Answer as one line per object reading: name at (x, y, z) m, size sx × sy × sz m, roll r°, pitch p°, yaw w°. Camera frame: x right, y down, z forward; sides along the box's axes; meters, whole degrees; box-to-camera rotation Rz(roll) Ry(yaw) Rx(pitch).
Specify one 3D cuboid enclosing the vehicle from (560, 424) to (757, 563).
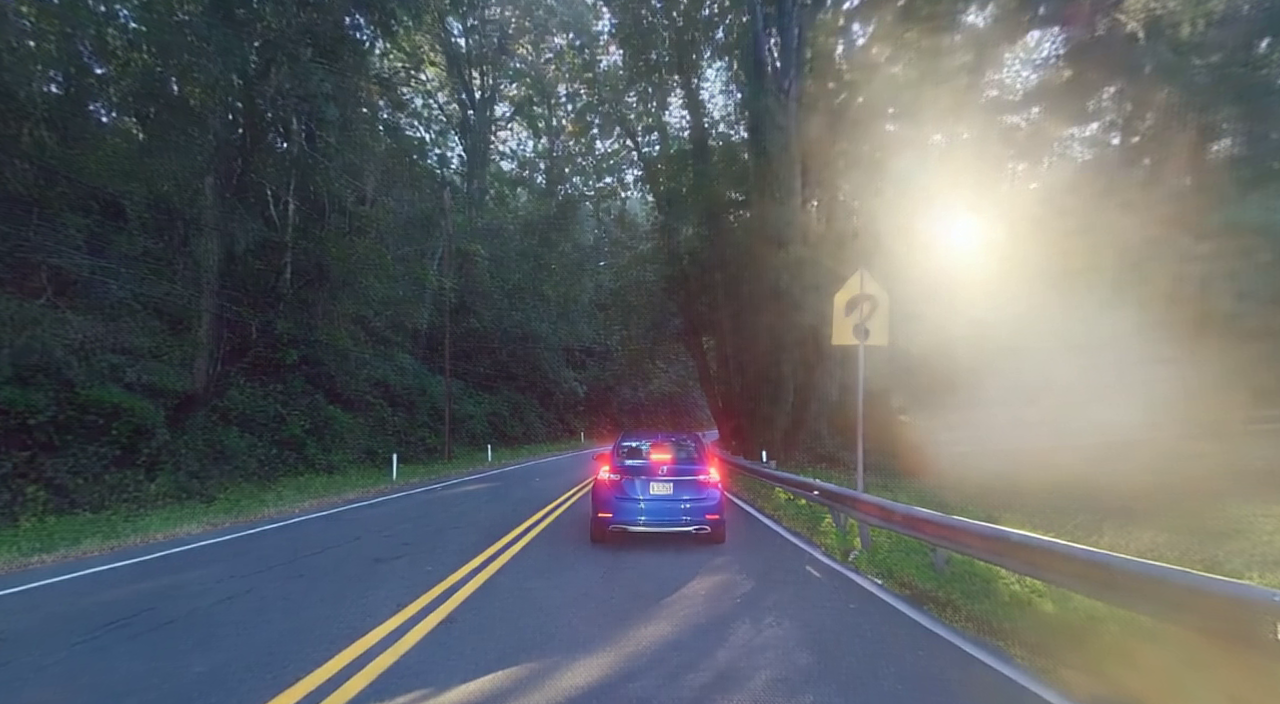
vehicle at (0.234, 1.853, 8.937) m, size 2.187 × 1.533 × 3.726 m, roll 0°, pitch -8°, yaw 1°
